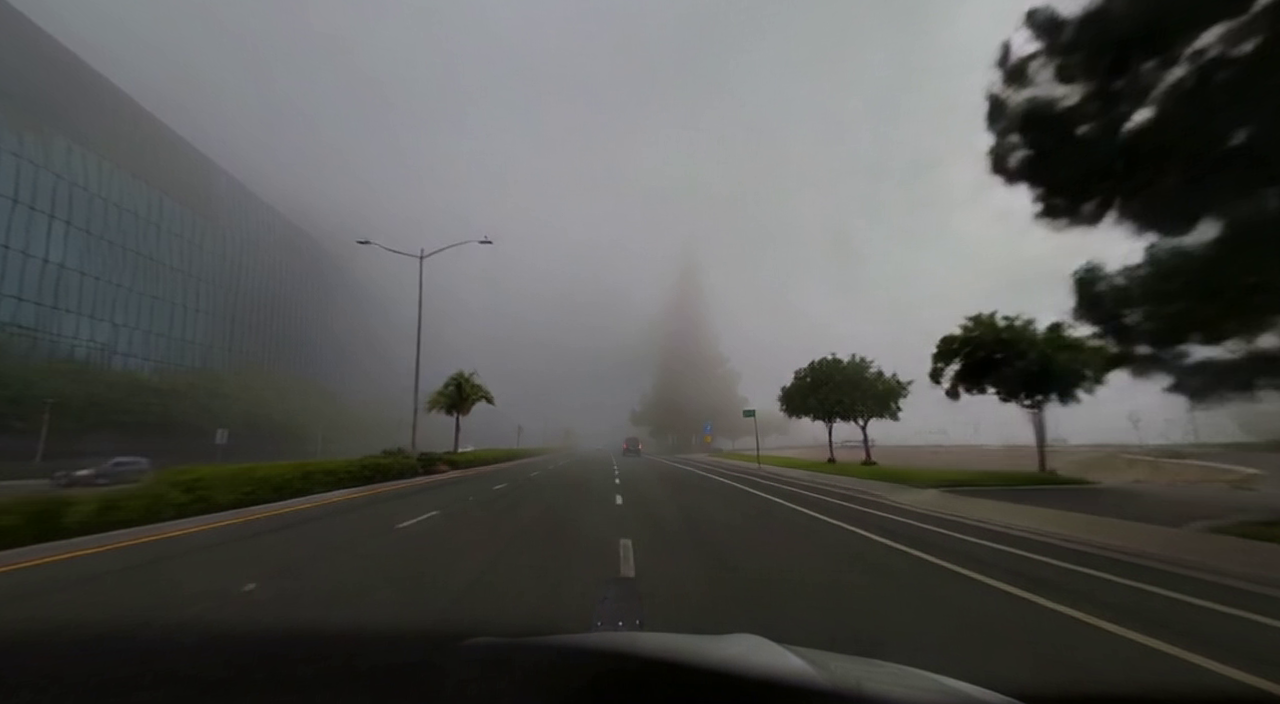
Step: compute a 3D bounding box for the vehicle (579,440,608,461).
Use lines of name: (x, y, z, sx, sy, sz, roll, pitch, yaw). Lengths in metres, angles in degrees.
vehicle: (-3.480, 7.439, 47.831, 2.080, 1.445, 4.096, 0, -8, -3)

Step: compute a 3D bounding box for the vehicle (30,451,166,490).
vehicle: (-23.573, 5.133, 27.792, 1.862, 1.489, 4.780, 0, -8, -2)
